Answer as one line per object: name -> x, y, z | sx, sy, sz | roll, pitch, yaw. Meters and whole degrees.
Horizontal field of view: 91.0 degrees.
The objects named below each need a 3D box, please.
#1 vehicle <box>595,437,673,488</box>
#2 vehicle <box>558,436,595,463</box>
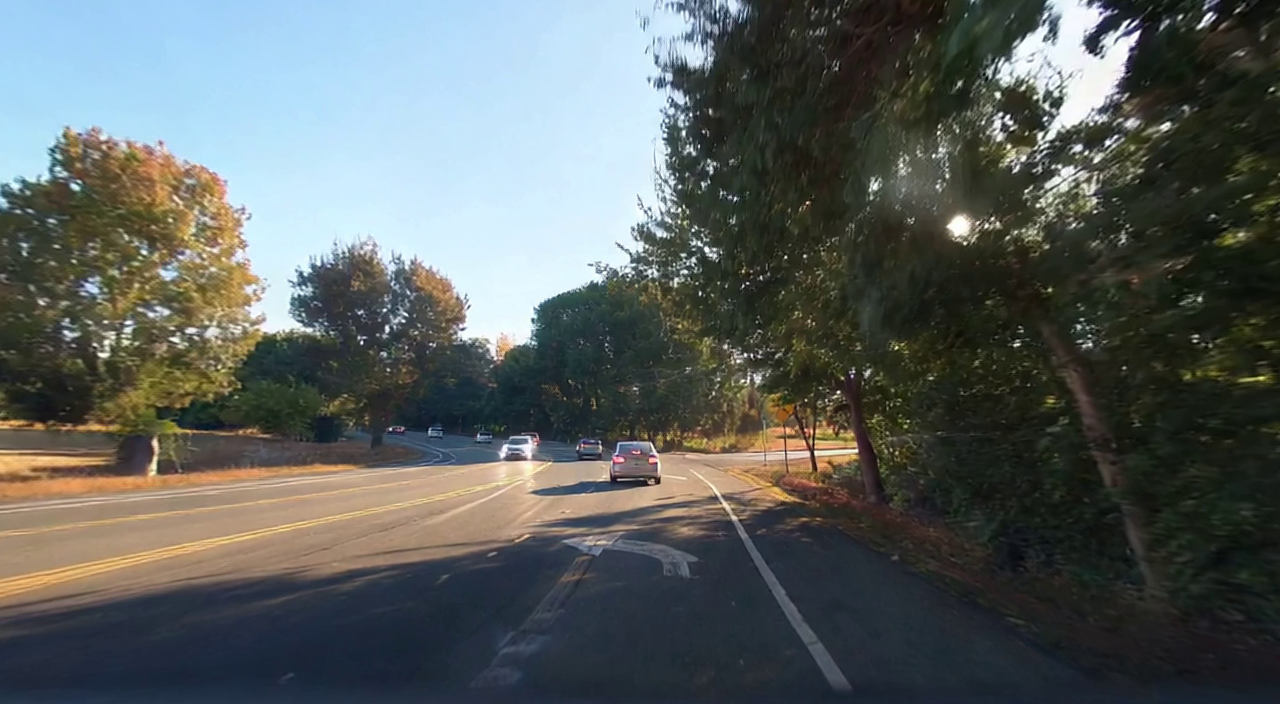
vehicle -> -0.251, 3.568, 20.649 | 2.296, 1.510, 4.068 | 0, -8, -2
vehicle -> -3.773, 5.763, 37.276 | 2.080, 1.530, 3.719 | 1, -9, -6
